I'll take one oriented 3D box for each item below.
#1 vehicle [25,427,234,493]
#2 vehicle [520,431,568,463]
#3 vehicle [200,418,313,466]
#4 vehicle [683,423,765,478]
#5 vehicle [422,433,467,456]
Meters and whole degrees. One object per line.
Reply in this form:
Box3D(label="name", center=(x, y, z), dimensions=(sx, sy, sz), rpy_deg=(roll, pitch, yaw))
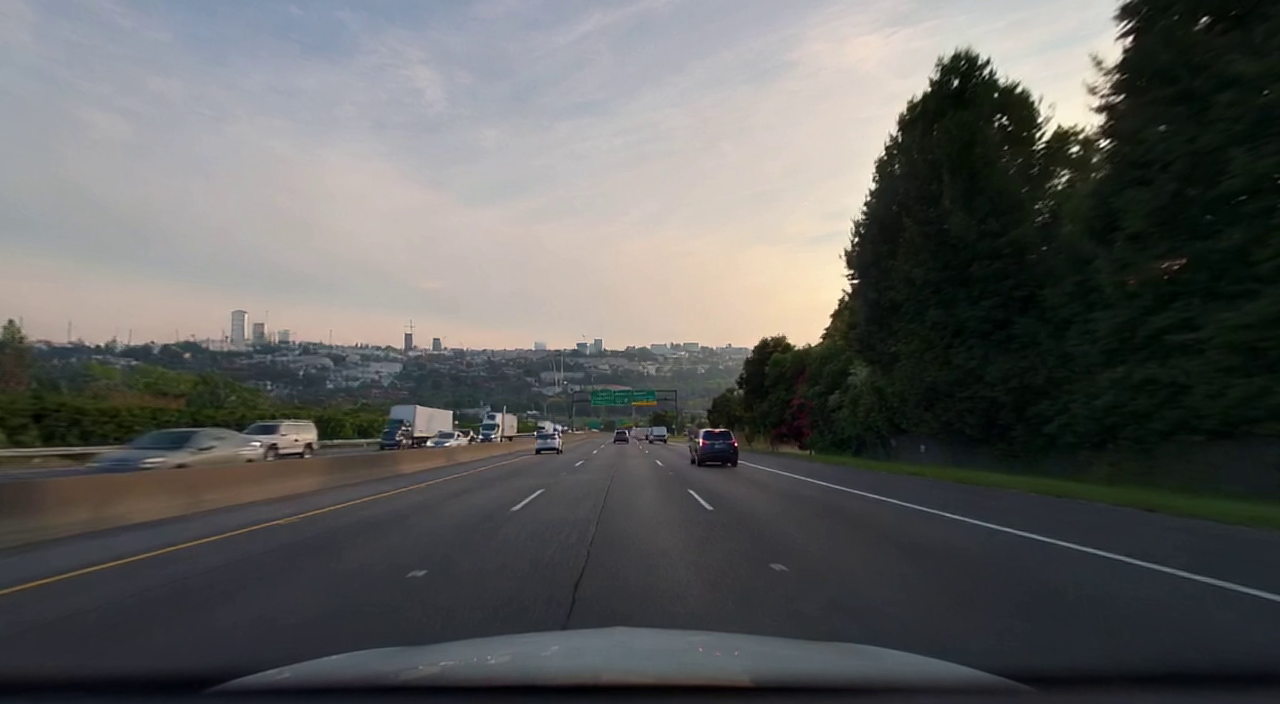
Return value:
Box3D(label="vehicle", center=(-12.876, 2.724, 16.351), dimensions=(1.858, 1.475, 4.355), rpy_deg=(0, -8, -1))
Box3D(label="vehicle", center=(-4.964, 4.958, 33.102), dimensions=(1.996, 1.518, 4.229), rpy_deg=(0, -8, -2))
Box3D(label="vehicle", center=(-17.097, 4.050, 28.445), dimensions=(2.151, 1.970, 4.758), rpy_deg=(0, -8, -2))
Box3D(label="vehicle", center=(2.689, 3.265, 21.213), dimensions=(2.022, 1.637, 4.229), rpy_deg=(0, -8, -3))
Box3D(label="vehicle", center=(-12.958, 6.120, 41.946), dimensions=(1.809, 1.454, 4.209), rpy_deg=(0, -8, -2))
